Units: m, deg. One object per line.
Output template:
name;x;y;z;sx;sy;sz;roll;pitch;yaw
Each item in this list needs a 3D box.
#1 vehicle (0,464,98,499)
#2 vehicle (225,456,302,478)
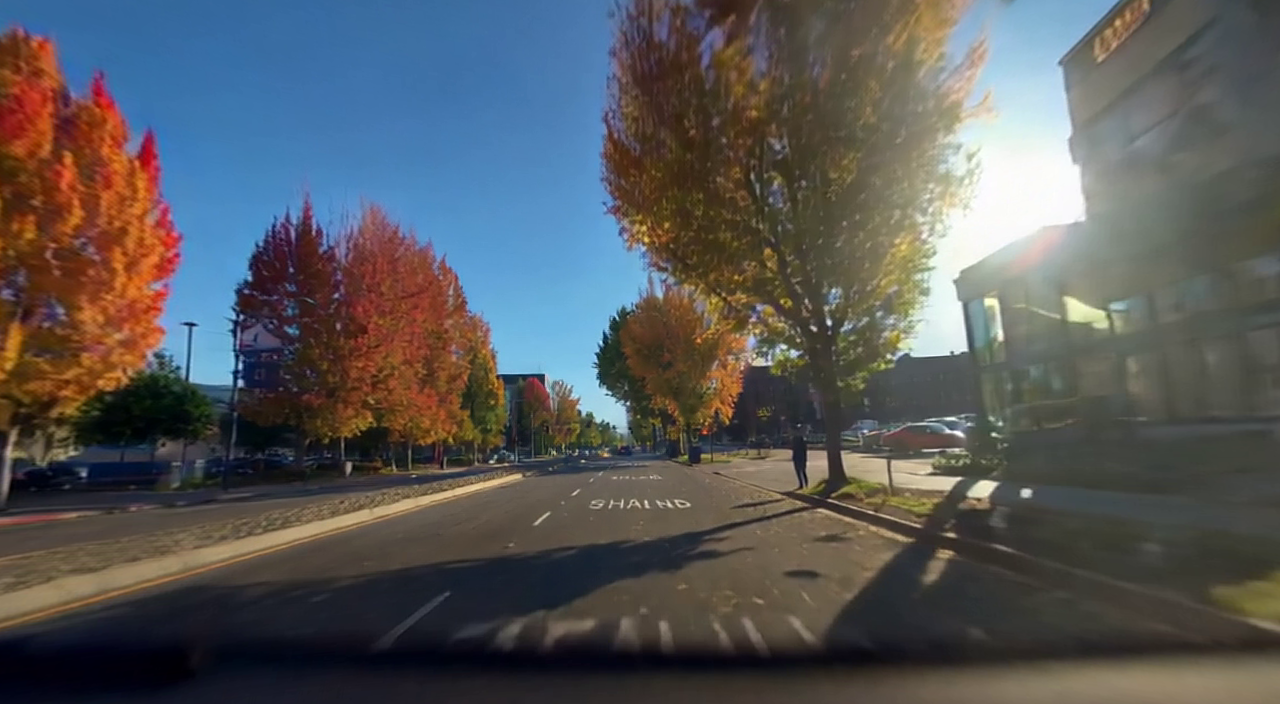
vehicle;-28.857;6.171;30.042;3.990;1.514;1.892;0;-9;-2
vehicle;-28.897;8.809;48.269;4.552;1.576;2.005;0;-9;2
